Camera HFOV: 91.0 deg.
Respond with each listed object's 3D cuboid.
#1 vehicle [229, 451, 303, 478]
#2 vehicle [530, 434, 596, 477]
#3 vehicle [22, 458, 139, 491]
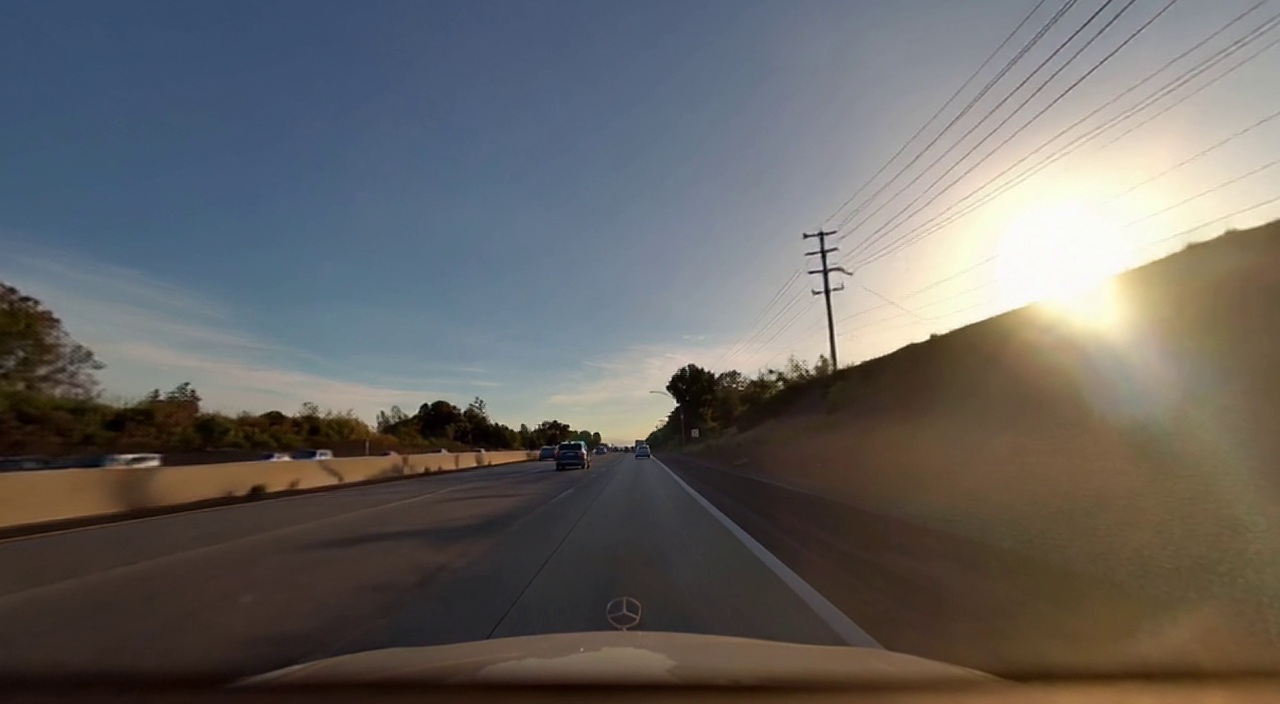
[{"bbox_3d":[-24.862,7.484,42.051,2.004,1.630,4.643,0,-9,1],"label":"vehicle"},{"bbox_3d":[-3.732,5.177,31.645,2.577,1.939,5.408,0,-9,1],"label":"vehicle"},{"bbox_3d":[-28.420,6.201,32.202,1.855,1.513,4.418,0,-9,1],"label":"vehicle"}]
